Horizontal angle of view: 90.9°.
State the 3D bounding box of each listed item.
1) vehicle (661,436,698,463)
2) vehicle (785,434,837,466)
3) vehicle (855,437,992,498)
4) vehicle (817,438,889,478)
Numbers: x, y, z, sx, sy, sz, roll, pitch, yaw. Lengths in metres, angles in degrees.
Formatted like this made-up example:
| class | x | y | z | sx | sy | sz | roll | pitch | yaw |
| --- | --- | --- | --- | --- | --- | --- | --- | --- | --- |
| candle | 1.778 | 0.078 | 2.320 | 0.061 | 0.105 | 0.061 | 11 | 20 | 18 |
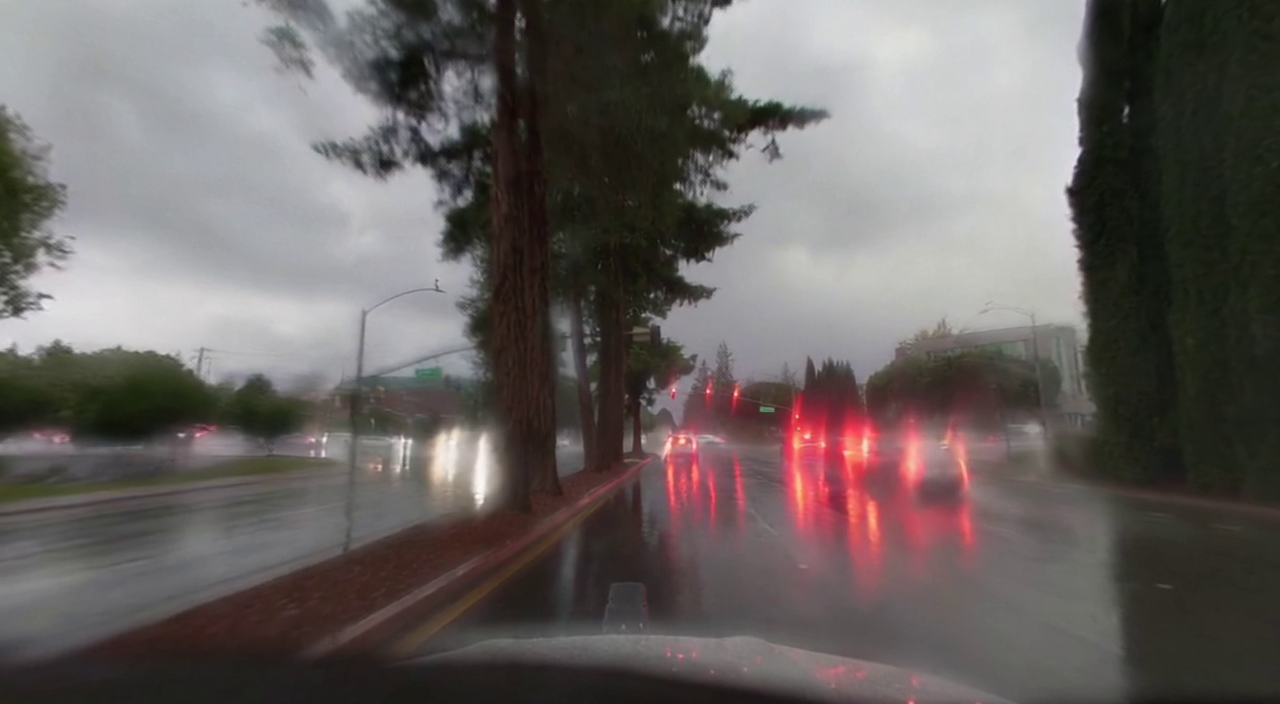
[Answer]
| class | x | y | z | sx | sy | sz | roll | pitch | yaw |
| --- | --- | --- | --- | --- | --- | --- | --- | --- | --- |
| vehicle | 2.267 | 5.689 | 36.930 | 2.041 | 1.485 | 3.813 | -1 | -8 | 3 |
| vehicle | 9.177 | 5.282 | 34.127 | 1.901 | 1.577 | 4.348 | -1 | -8 | 4 |
| vehicle | 7.849 | 3.204 | 18.048 | 1.947 | 1.478 | 4.731 | -1 | -8 | 3 |
| vehicle | 8.446 | 4.213 | 25.387 | 1.726 | 1.467 | 3.793 | -1 | -8 | 3 |
